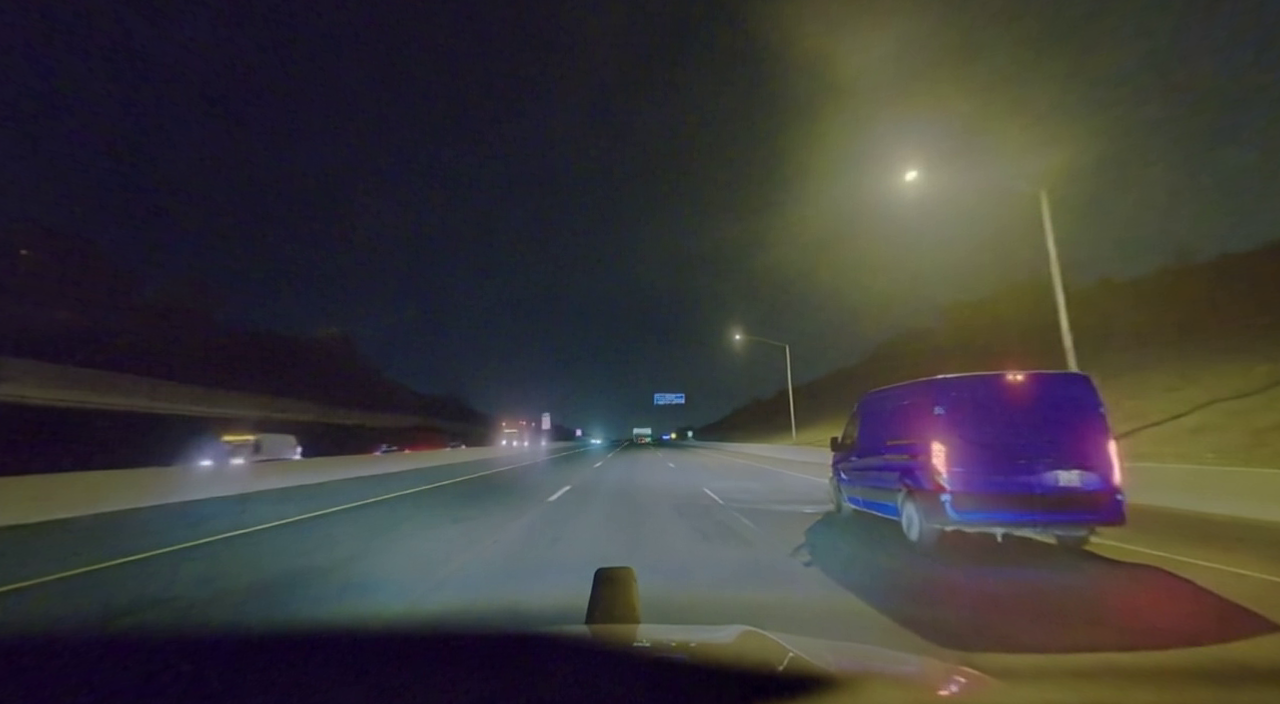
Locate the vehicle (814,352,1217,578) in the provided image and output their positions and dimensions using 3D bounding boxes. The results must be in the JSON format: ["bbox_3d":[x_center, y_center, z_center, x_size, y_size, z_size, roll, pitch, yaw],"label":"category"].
[{"bbox_3d":[4.007,1.317,8.011,2.161,2.002,4.631,0,-8,-1],"label":"vehicle"}]

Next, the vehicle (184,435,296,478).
[{"bbox_3d":[-21.438,5.579,34.095,2.355,2.100,5.568,-1,-8,0],"label":"vehicle"}]
